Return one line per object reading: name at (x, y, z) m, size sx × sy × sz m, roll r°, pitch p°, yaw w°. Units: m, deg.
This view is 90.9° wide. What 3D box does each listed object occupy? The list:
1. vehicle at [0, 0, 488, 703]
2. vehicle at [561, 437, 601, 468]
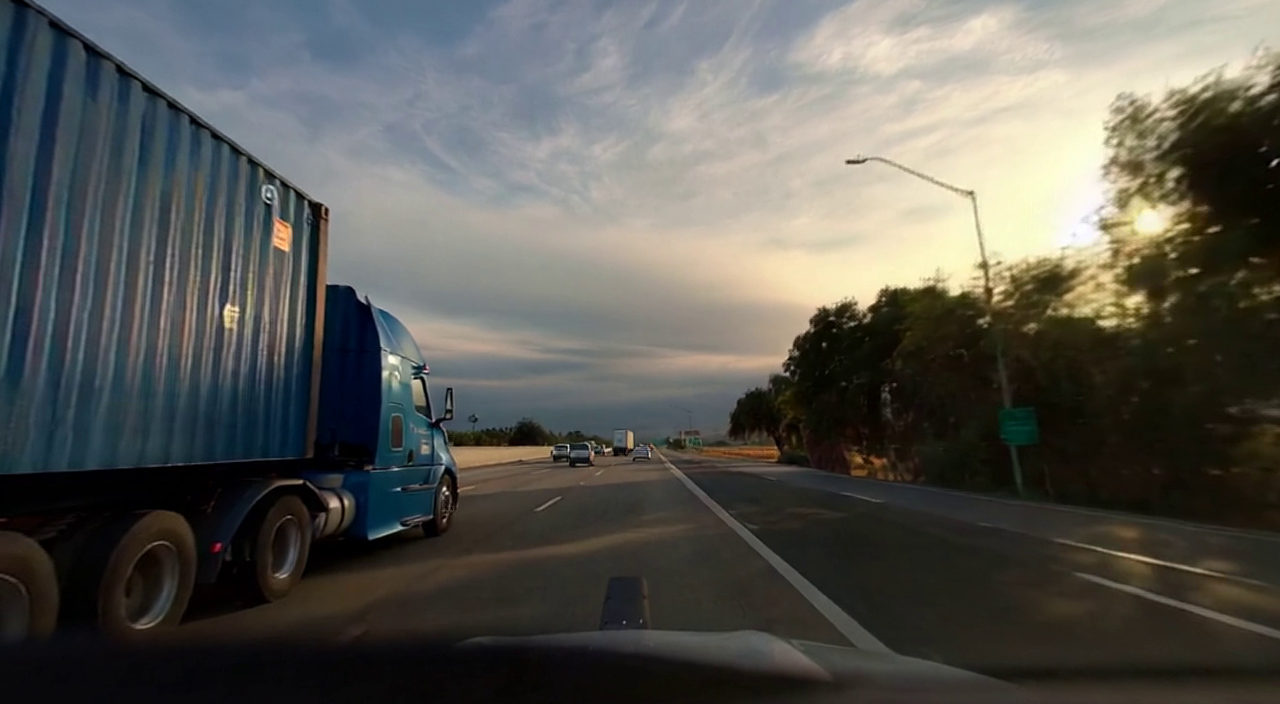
vehicle at (-4.017, 0.256, 6.427) m, size 2.987 × 3.868 × 7.576 m, roll 0°, pitch -8°, yaw 0°
vehicle at (-3.587, 6.203, 39.061) m, size 1.995 × 1.745 × 4.187 m, roll 0°, pitch -8°, yaw 1°
